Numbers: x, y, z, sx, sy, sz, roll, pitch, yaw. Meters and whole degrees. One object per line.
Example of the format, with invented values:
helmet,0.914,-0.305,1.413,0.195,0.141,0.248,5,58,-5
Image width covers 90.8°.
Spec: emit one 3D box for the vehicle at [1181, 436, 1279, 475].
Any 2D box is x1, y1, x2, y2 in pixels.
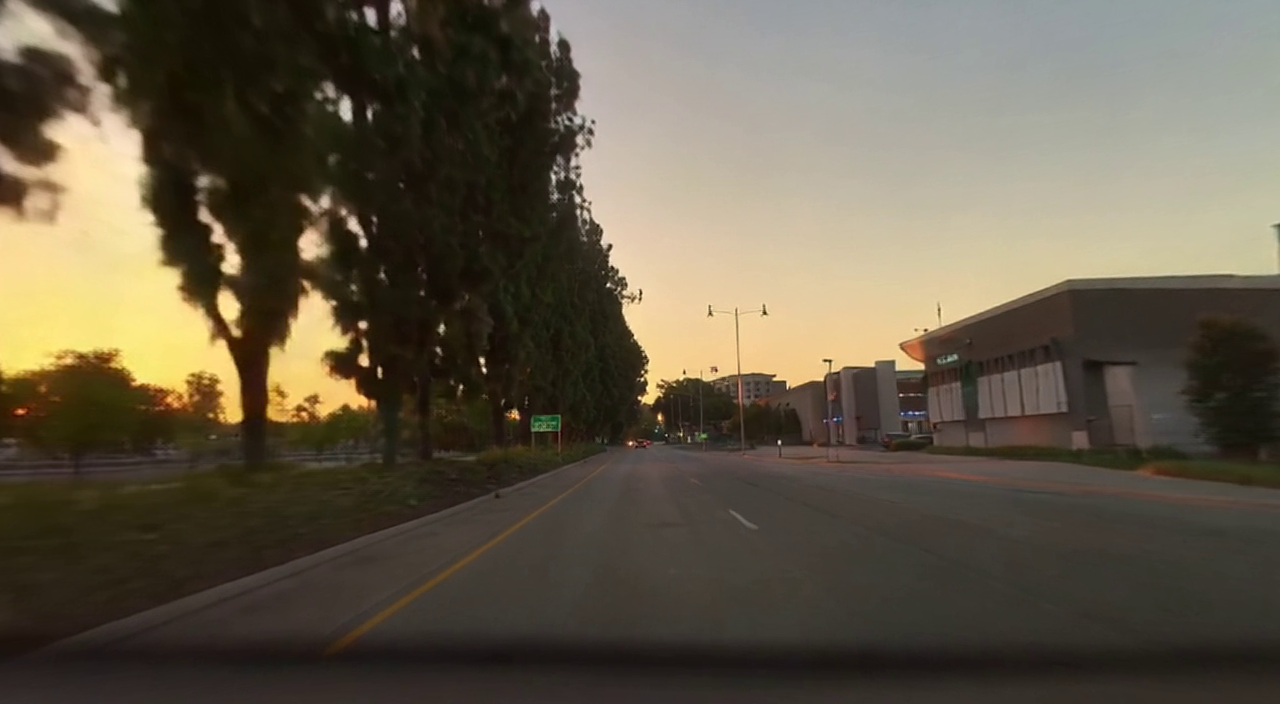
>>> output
vehicle,24.575,4.185,25.701,1.579,1.419,3.726,-2,-9,-4
